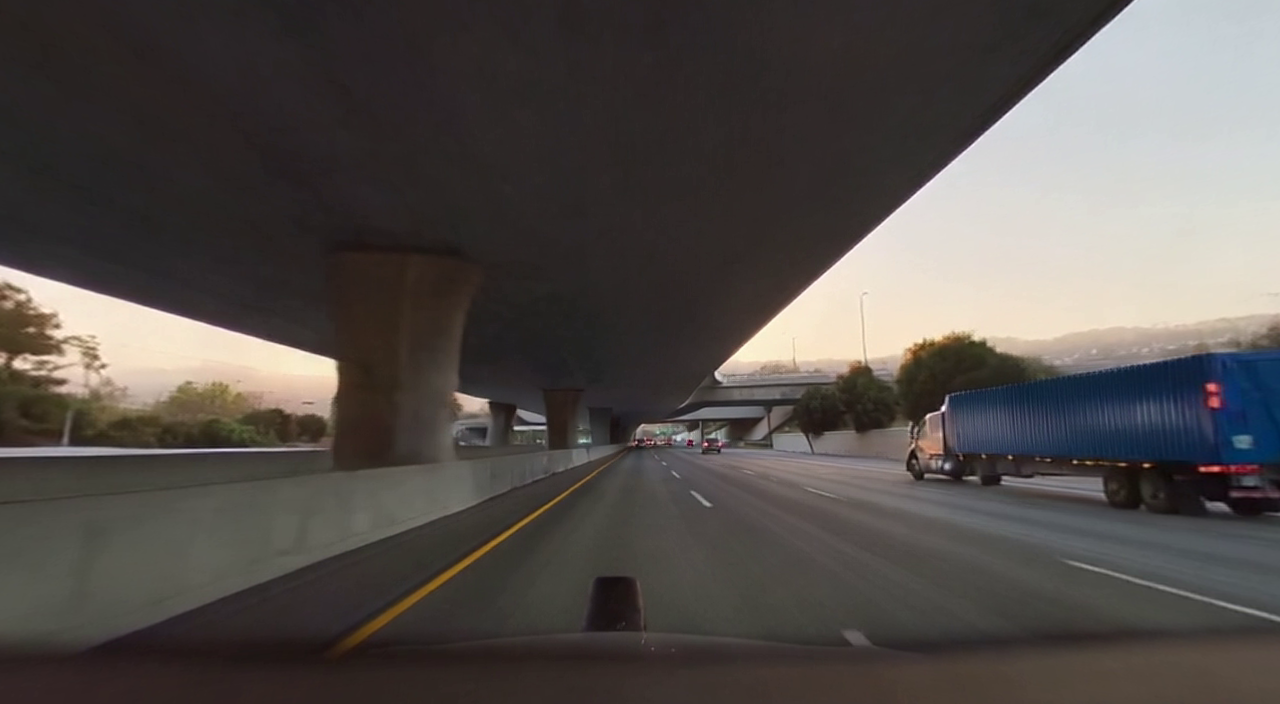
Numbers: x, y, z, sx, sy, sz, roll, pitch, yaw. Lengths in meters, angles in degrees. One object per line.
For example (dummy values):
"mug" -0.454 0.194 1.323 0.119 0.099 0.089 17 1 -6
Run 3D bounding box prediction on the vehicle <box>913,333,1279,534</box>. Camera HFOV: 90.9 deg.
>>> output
"vehicle" 10.735 2.056 15.607 2.960 3.207 10.950 0 -8 0
